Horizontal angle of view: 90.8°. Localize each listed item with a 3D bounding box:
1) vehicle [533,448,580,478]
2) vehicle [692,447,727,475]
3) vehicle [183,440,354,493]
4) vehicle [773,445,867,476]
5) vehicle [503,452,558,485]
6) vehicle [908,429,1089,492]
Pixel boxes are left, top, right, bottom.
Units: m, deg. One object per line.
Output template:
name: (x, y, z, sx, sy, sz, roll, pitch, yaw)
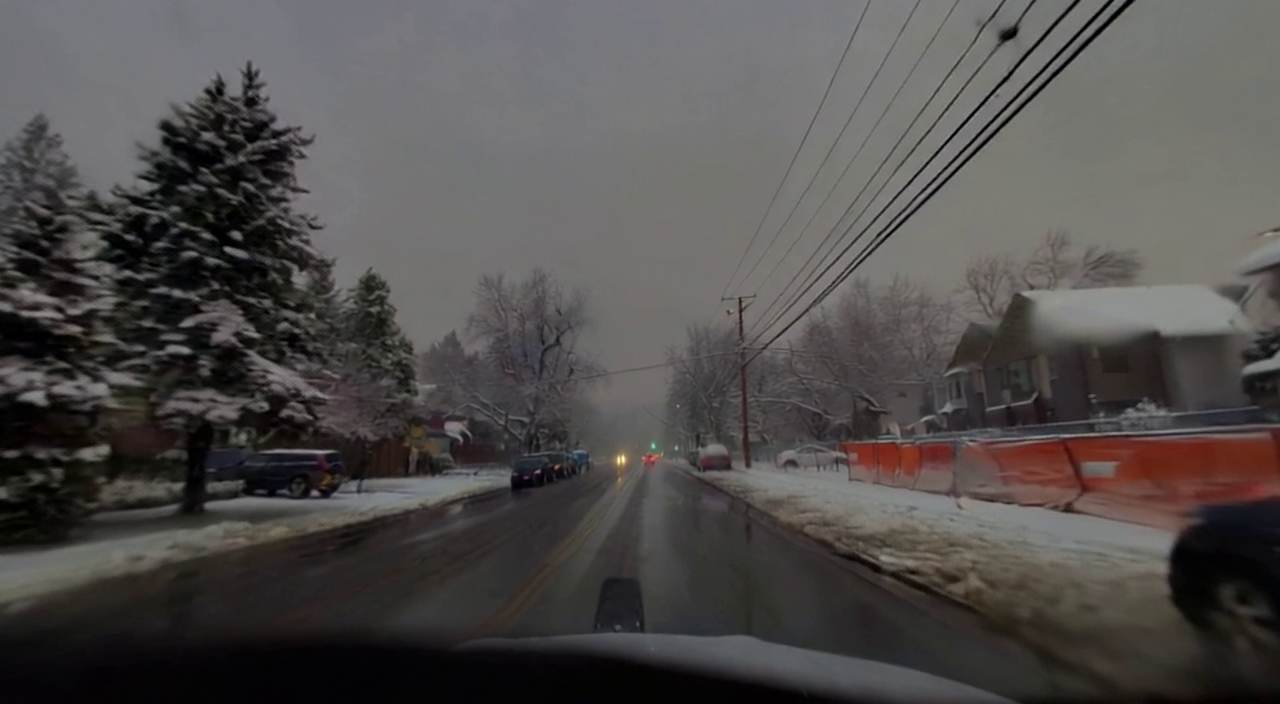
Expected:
vehicle: (-5.362, 7.286, 41.245, 2.158, 1.837, 4.659, -1, -11, 3)
vehicle: (4.893, 7.758, 44.935, 2.134, 1.863, 4.455, 0, -9, 2)
vehicle: (-13.097, 4.060, 22.516, 4.752, 1.734, 1.998, 0, -10, 1)
vehicle: (10.683, 6.447, 37.719, 4.920, 1.759, 1.998, 0, -10, -2)
vehicle: (-5.802, 6.218, 33.953, 1.771, 1.512, 4.281, 4, -9, 5)
vehicle: (11.198, 3.437, 20.033, 4.399, 1.884, 2.071, 0, -10, -1)
